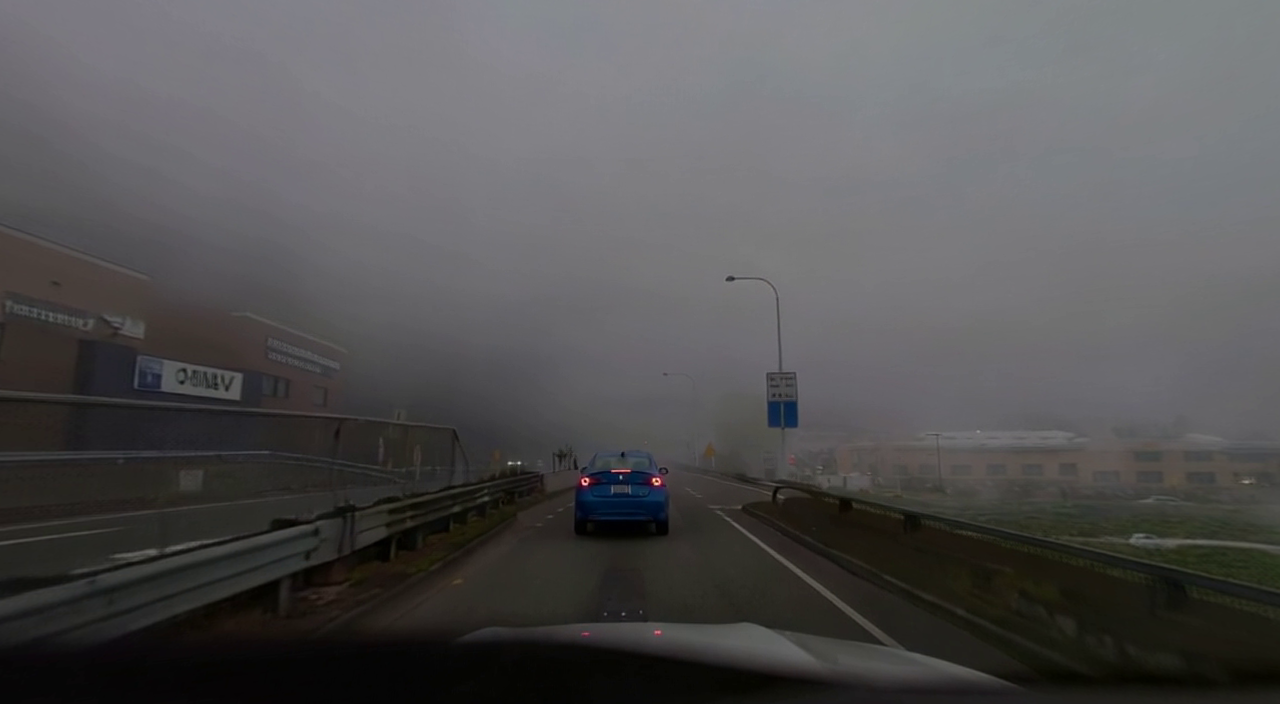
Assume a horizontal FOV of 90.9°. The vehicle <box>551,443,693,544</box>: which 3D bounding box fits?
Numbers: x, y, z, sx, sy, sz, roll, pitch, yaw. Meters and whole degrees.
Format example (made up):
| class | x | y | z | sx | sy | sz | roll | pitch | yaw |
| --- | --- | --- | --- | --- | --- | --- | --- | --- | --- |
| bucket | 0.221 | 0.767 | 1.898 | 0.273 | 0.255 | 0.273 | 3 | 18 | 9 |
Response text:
| class | x | y | z | sx | sy | sz | roll | pitch | yaw |
| --- | --- | --- | --- | --- | --- | --- | --- | --- | --- |
| vehicle | -0.280 | 2.376 | 11.210 | 2.063 | 1.442 | 3.933 | 0 | -9 | 0 |
